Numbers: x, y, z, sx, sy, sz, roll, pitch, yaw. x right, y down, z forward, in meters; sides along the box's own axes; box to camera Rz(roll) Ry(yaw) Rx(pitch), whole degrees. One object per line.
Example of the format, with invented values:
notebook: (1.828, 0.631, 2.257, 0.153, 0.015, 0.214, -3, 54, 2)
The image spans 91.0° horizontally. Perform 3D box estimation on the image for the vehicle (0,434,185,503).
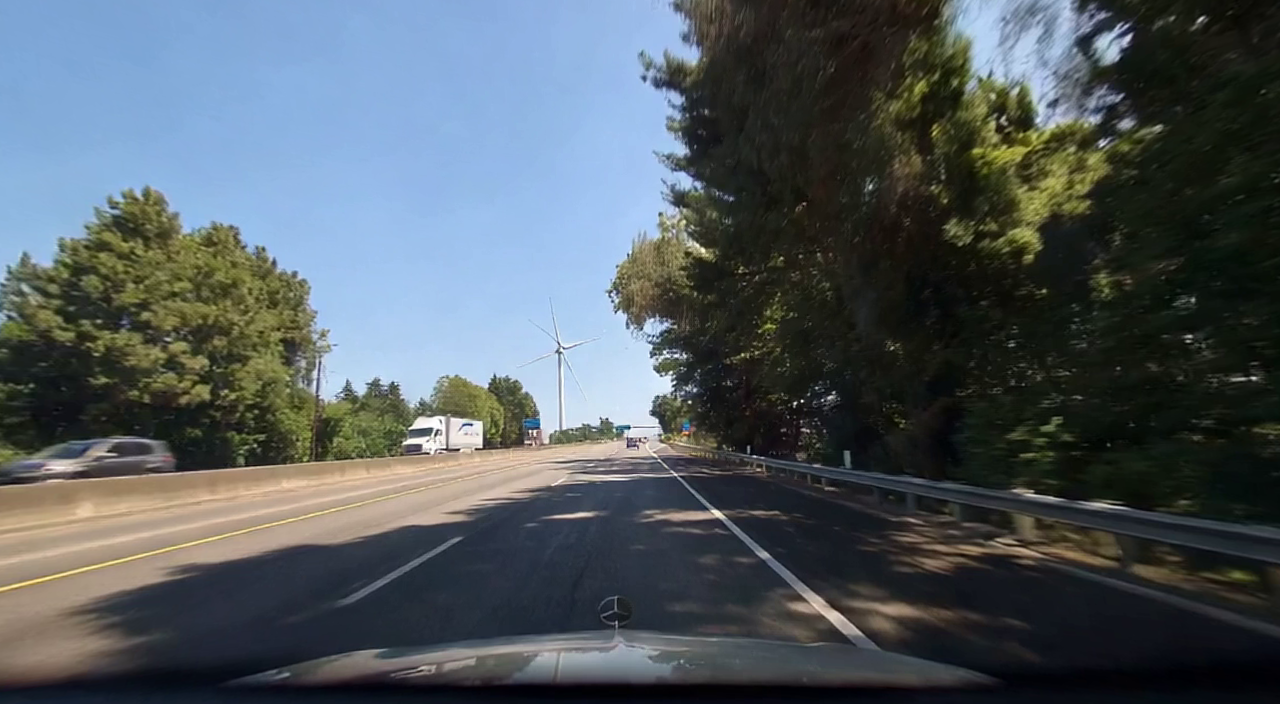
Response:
vehicle: (-13.282, 2.737, 15.206, 1.837, 1.432, 3.770, 0, -8, -2)
